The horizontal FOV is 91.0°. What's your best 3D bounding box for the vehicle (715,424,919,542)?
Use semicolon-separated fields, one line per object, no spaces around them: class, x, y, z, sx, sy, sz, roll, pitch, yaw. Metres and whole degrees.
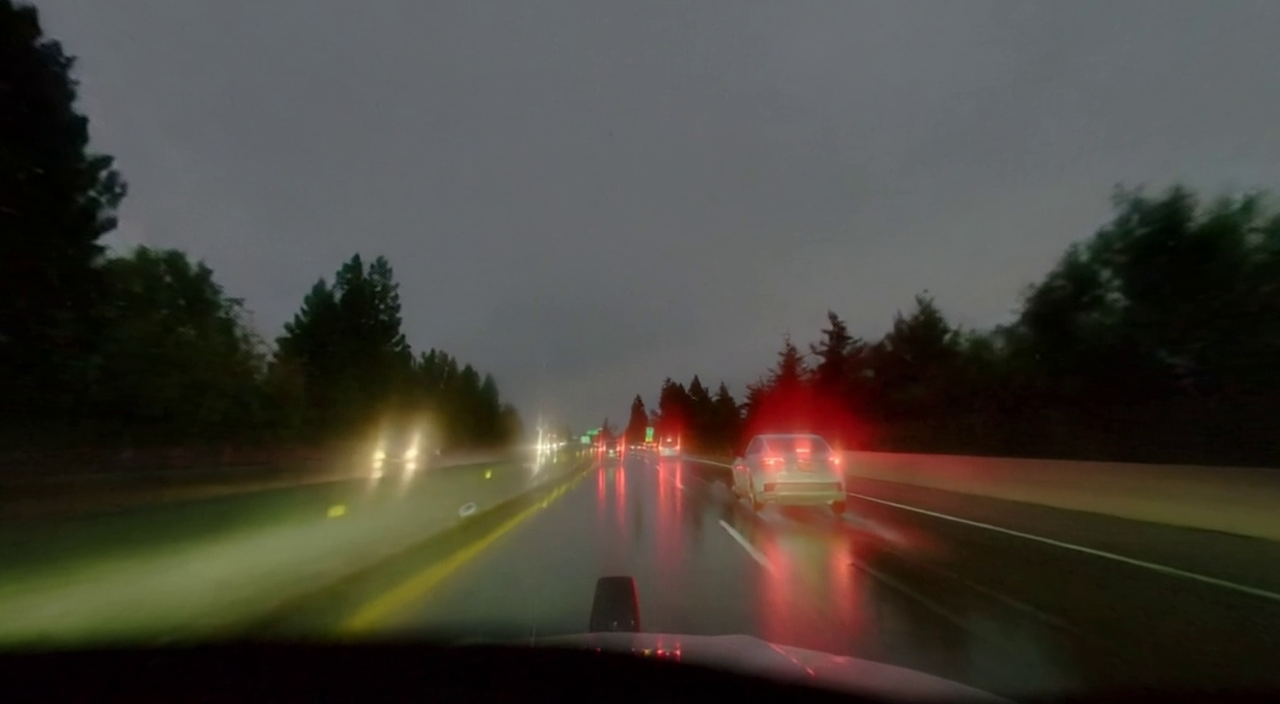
vehicle;2.710;2.137;11.101;2.055;1.566;5.046;0;-8;-1

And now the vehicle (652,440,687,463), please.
vehicle;2.010;6.974;44.211;2.146;1.546;3.796;0;-8;-1

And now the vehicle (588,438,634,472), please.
vehicle;-1.468;5.154;31.716;2.178;1.559;4.254;0;-8;-3
